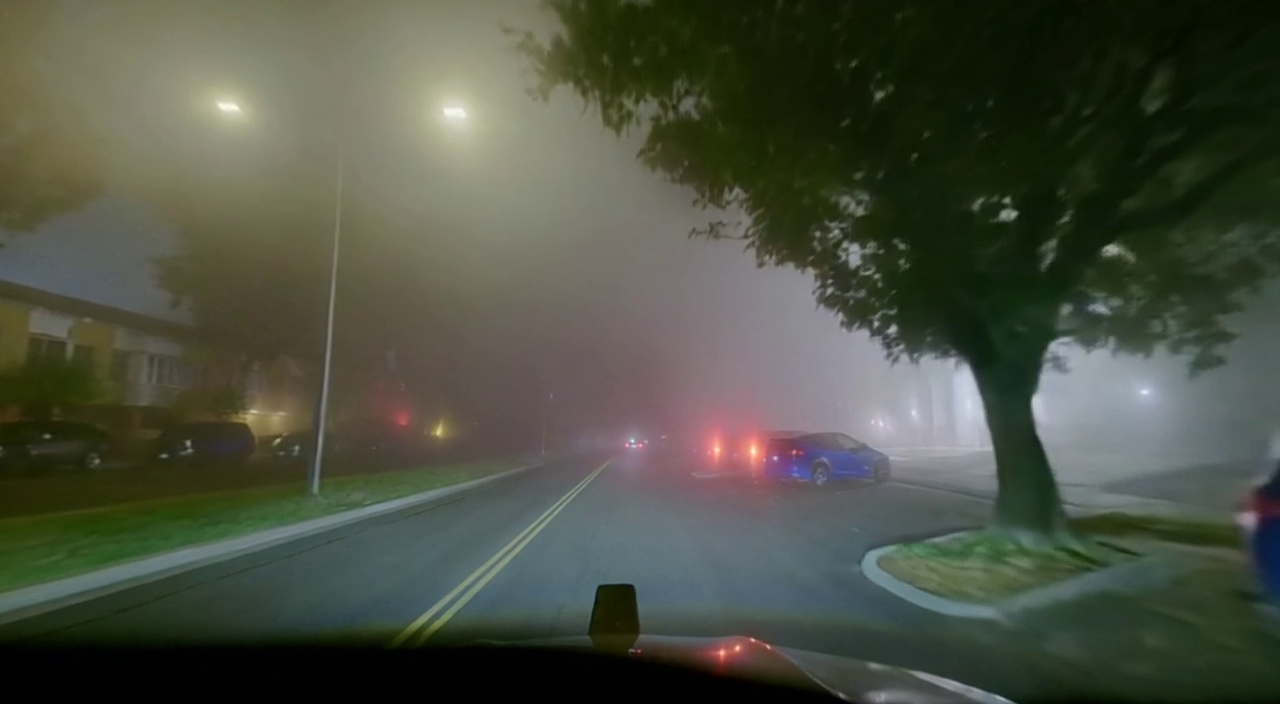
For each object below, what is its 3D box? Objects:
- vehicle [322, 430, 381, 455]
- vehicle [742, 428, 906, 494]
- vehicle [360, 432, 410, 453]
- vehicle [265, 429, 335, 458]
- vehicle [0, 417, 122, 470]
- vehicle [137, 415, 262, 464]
[{"bbox_3d":[-18.906,5.959,41.462,1.811,1.502,4.639,0,-8,-1],"label":"vehicle"},{"bbox_3d":[4.797,2.744,16.269,4.047,1.497,1.898,5,-10,-35],"label":"vehicle"},{"bbox_3d":[-19.168,6.860,47.567,1.869,1.494,4.833,0,-8,-2],"label":"vehicle"},{"bbox_3d":[-18.963,5.110,35.334,1.807,1.501,4.134,0,-8,-3],"label":"vehicle"},{"bbox_3d":[-18.936,2.896,19.879,1.822,1.506,3.809,-1,-8,1],"label":"vehicle"},{"bbox_3d":[-18.917,3.800,27.341,1.972,1.839,4.553,3,-8,1],"label":"vehicle"}]
